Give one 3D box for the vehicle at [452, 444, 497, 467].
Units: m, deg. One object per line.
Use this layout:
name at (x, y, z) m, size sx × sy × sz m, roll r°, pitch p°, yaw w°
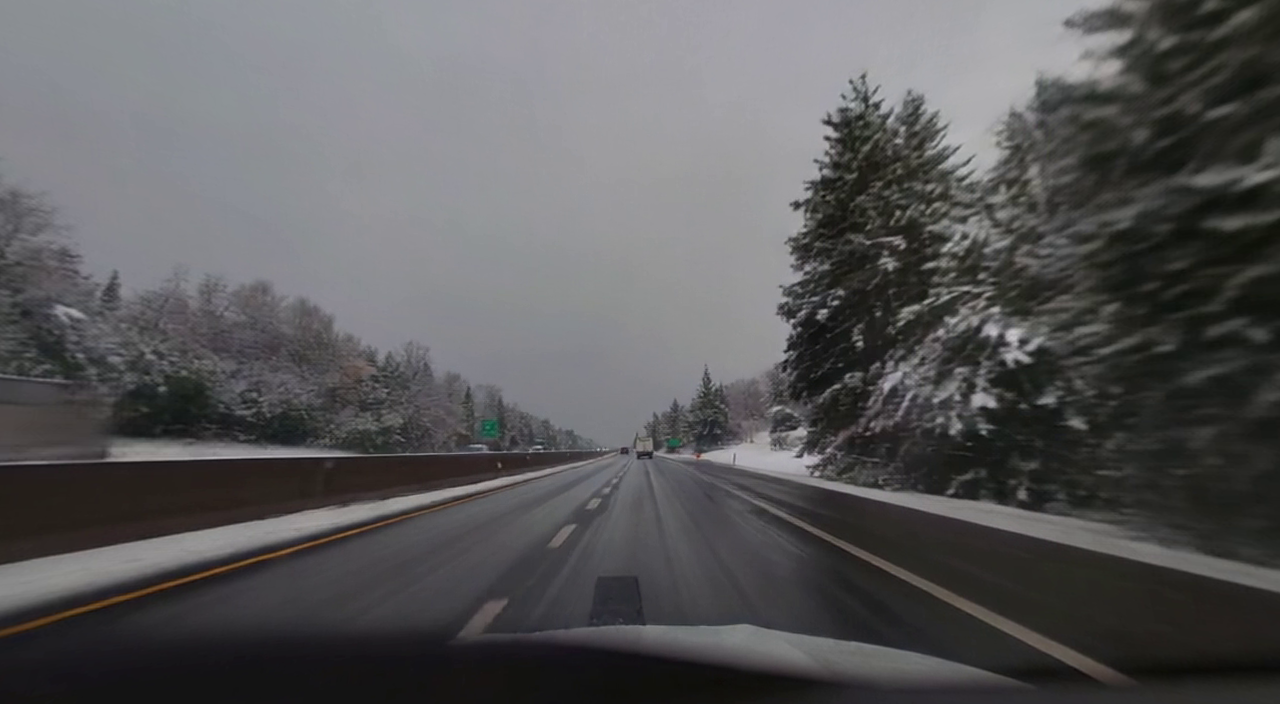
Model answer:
vehicle at (-11.391, 7.138, 43.627) m, size 1.907 × 1.454 × 4.302 m, roll 0°, pitch -9°, yaw 1°
